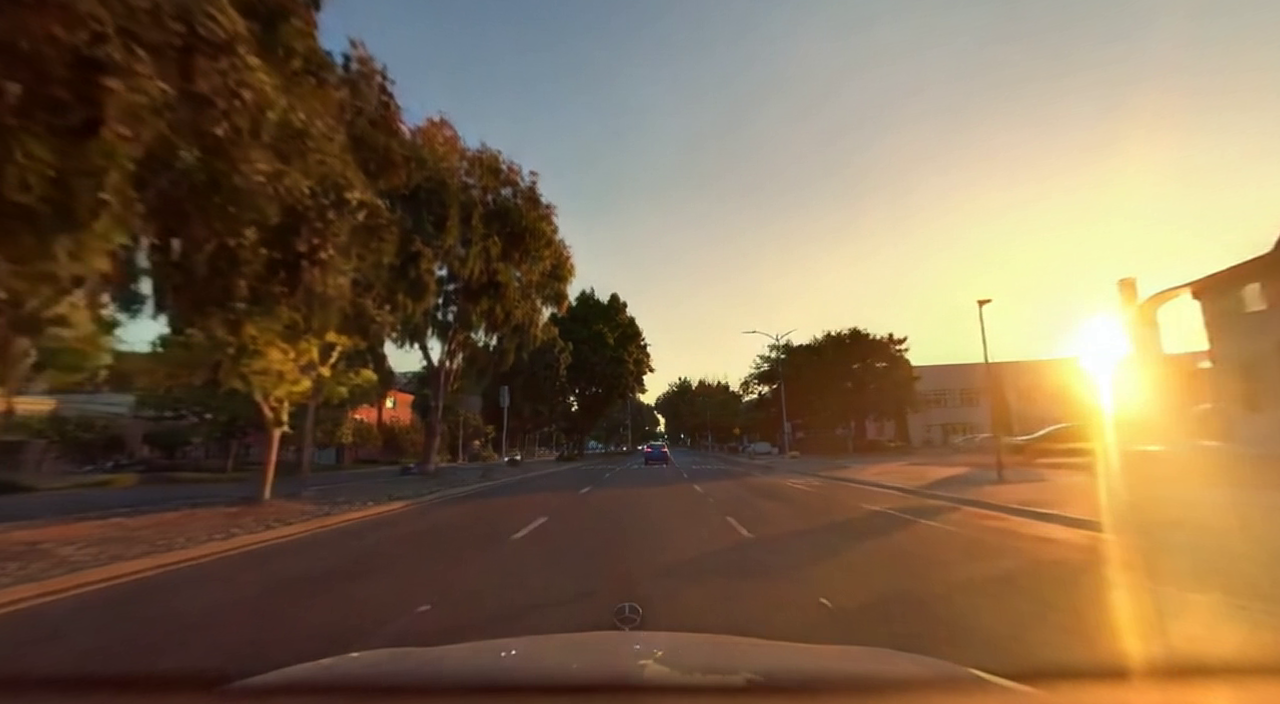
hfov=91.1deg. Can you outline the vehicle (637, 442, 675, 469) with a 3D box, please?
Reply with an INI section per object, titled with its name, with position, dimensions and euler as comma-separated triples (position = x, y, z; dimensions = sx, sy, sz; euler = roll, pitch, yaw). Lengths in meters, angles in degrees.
[vehicle]
position = 0.936, 6.181, 37.719
dimensions = 2.144, 1.505, 4.128
euler = 0, -9, 1
